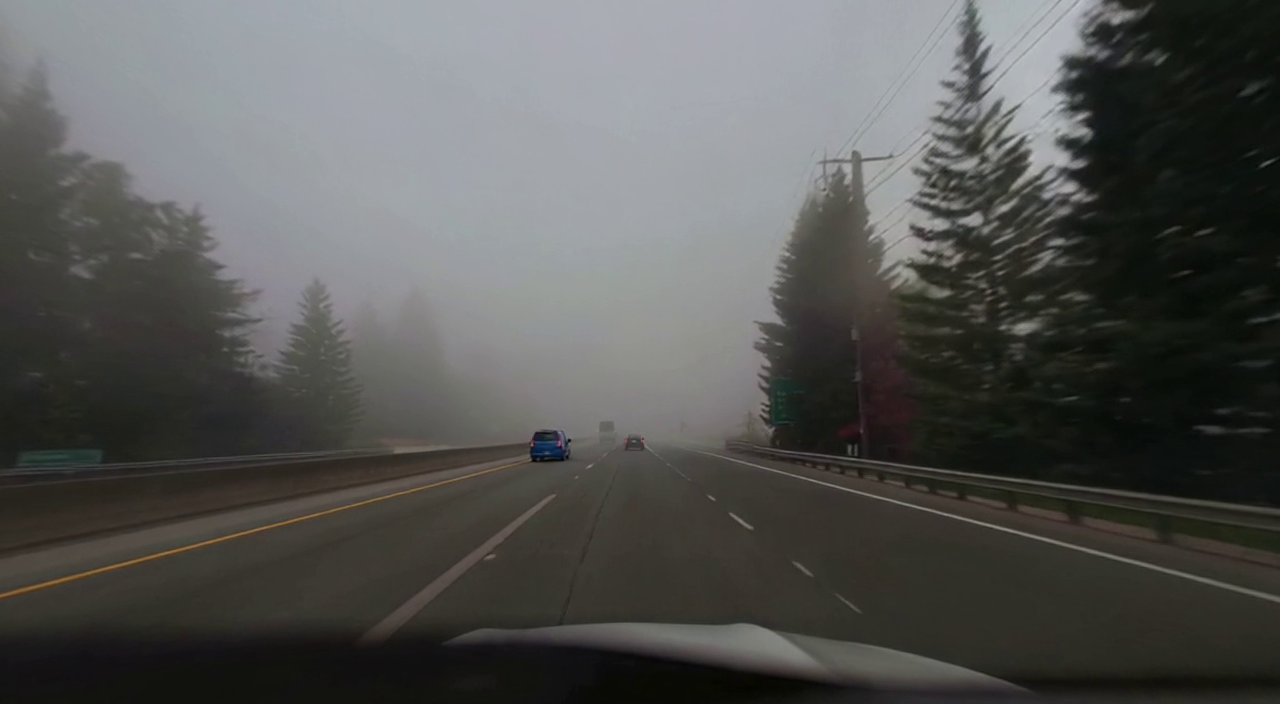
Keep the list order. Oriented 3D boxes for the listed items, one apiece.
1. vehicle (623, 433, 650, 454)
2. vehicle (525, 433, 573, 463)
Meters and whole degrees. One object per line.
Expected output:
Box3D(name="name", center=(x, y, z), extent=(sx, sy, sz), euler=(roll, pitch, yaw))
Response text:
Box3D(name="vehicle", center=(-0.281, 6.636, 45.752), extent=(1.890, 1.472, 3.716), euler=(0, -8, -1))
Box3D(name="vehicle", center=(-4.624, 4.926, 32.609), extent=(1.911, 1.477, 3.807), euler=(0, -8, 0))
